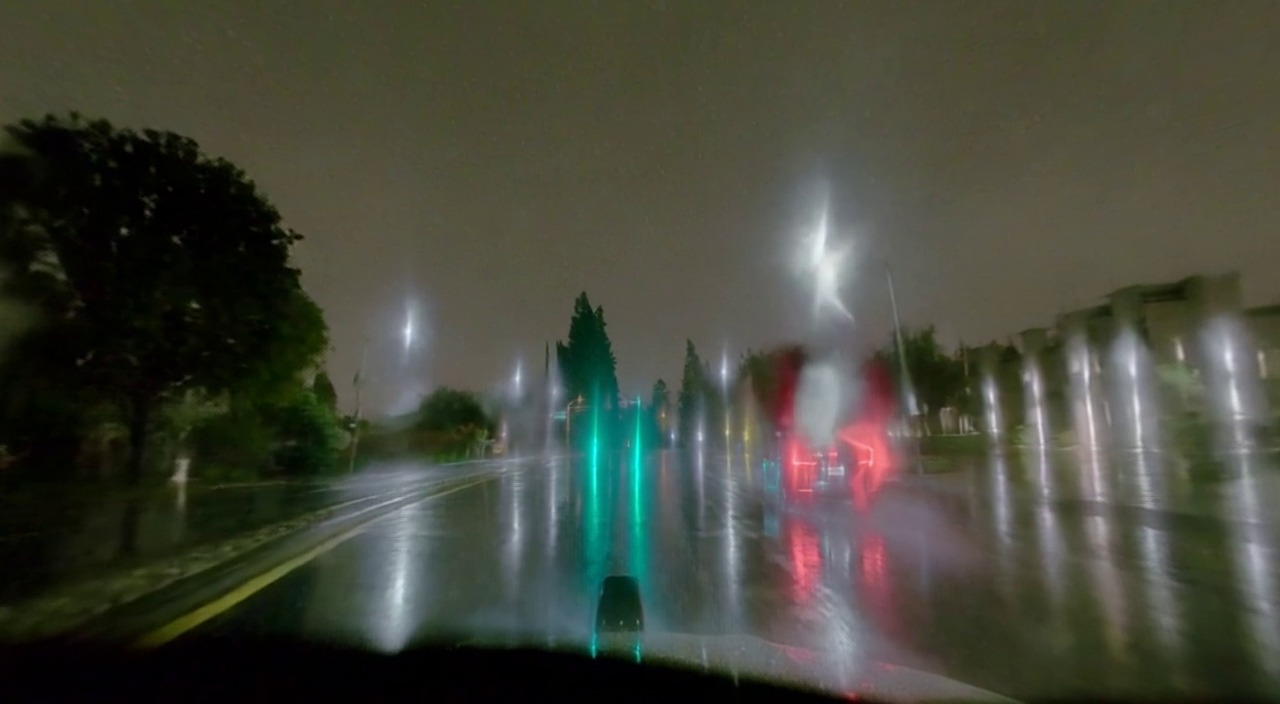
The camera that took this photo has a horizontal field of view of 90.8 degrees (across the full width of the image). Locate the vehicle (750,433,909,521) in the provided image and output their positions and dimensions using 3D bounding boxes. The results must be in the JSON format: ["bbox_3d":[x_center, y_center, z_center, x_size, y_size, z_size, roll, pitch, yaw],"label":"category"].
[{"bbox_3d":[3.533,2.409,12.667,1.852,1.453,4.083,0,-9,-1],"label":"vehicle"}]
